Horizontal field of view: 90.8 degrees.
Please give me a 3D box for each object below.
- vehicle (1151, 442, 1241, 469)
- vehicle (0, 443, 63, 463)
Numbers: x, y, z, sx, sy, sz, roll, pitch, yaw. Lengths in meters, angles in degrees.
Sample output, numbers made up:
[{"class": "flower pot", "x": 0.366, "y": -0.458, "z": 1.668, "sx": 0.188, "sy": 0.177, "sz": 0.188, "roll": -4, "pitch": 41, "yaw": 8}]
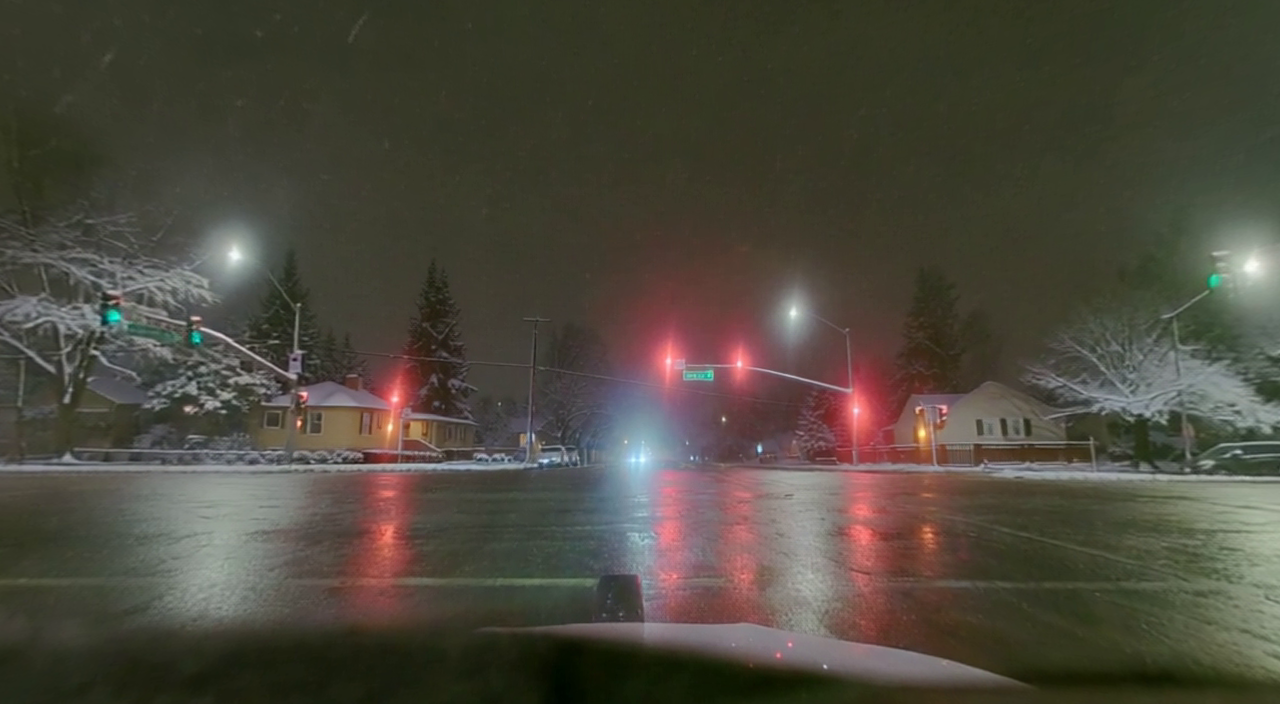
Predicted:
[{"class": "vehicle", "x": 36.789, "y": 6.846, "z": 41.942, "sx": 1.853, "sy": 1.723, "sz": 4.460, "roll": 0, "pitch": -9, "yaw": 0}, {"class": "vehicle", "x": -44.294, "y": 7.270, "z": 45.403, "sx": 3.949, "sy": 1.422, "sz": 1.744, "roll": 0, "pitch": -9, "yaw": 1}]
